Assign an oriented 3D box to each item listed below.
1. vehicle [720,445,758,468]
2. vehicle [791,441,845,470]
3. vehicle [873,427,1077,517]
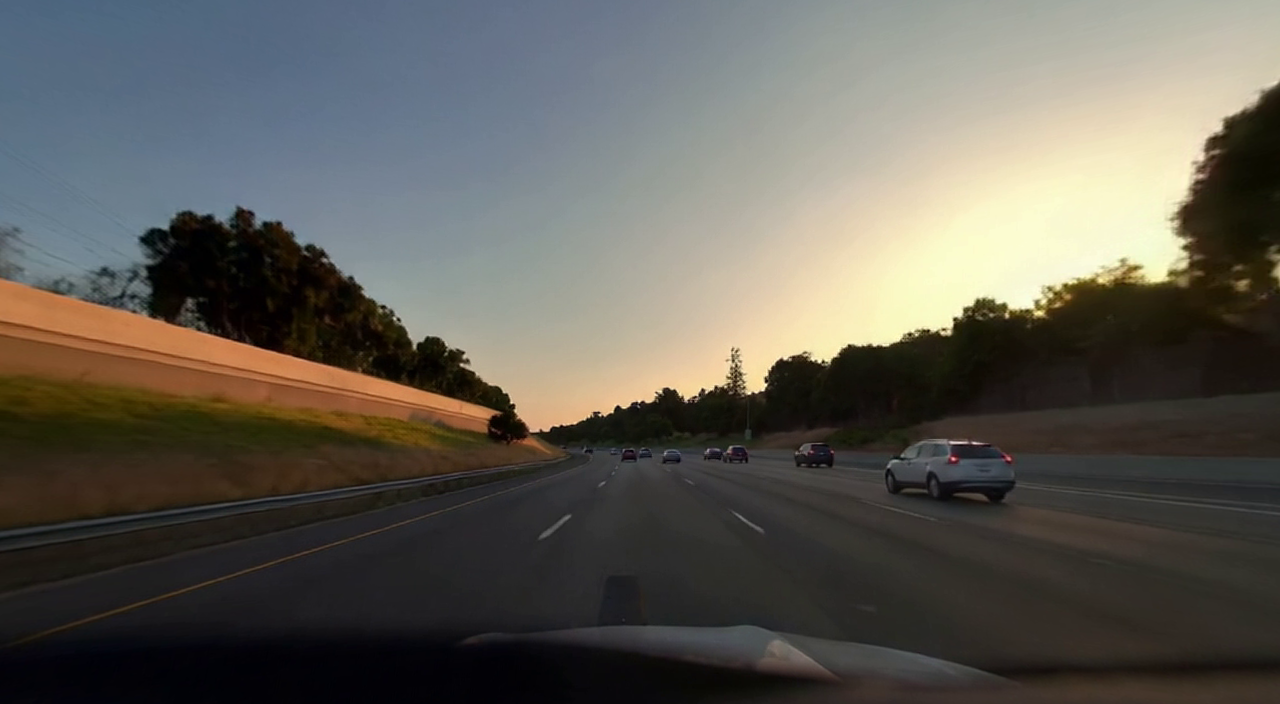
[{"bbox_3d":[6.771,7.159,43.367,1.940,1.482,3.644,1,-8,-2],"label":"vehicle"},{"bbox_3d":[10.759,6.234,38.167,1.986,1.644,4.126,1,-8,-1],"label":"vehicle"},{"bbox_3d":[7.286,2.636,14.381,2.048,1.697,4.689,0,-8,0],"label":"vehicle"}]
